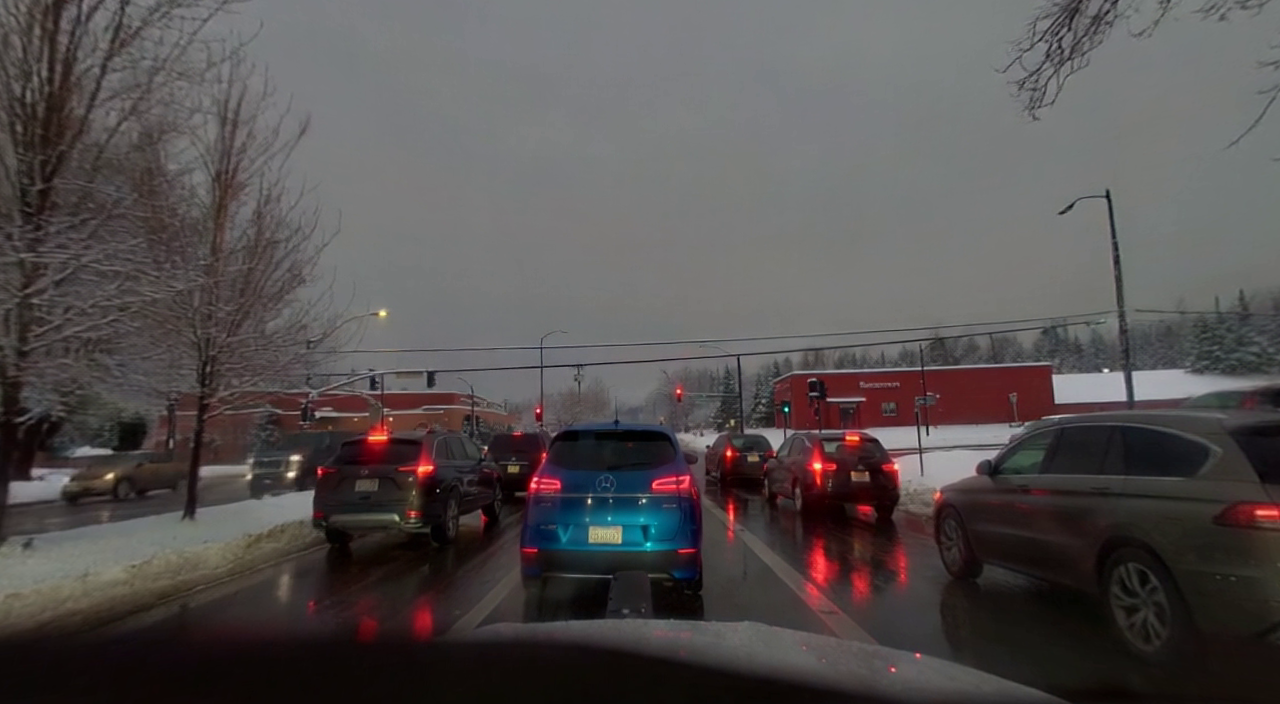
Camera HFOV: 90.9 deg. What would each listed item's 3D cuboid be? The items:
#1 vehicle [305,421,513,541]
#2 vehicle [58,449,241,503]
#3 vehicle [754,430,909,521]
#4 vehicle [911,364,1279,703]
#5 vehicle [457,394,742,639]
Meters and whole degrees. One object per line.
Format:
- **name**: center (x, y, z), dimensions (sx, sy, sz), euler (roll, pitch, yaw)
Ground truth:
- **vehicle**: center (-3.770, 2.178, 11.299), dimensions (2.012, 1.701, 4.316), euler (0, -8, 1)
- **vehicle**: center (-15.820, 3.976, 20.789), dimensions (2.057, 1.540, 4.884), euler (0, -8, 1)
- **vehicle**: center (3.656, 2.422, 12.871), dimensions (1.847, 1.554, 3.885), euler (0, -8, -1)
- **vehicle**: center (4.141, 1.248, 5.232), dimensions (2.014, 1.740, 4.515), euler (0, -8, 4)
- **vehicle**: center (-0.165, 1.462, 6.587), dimensions (2.022, 1.700, 4.084), euler (-1, -8, 4)
